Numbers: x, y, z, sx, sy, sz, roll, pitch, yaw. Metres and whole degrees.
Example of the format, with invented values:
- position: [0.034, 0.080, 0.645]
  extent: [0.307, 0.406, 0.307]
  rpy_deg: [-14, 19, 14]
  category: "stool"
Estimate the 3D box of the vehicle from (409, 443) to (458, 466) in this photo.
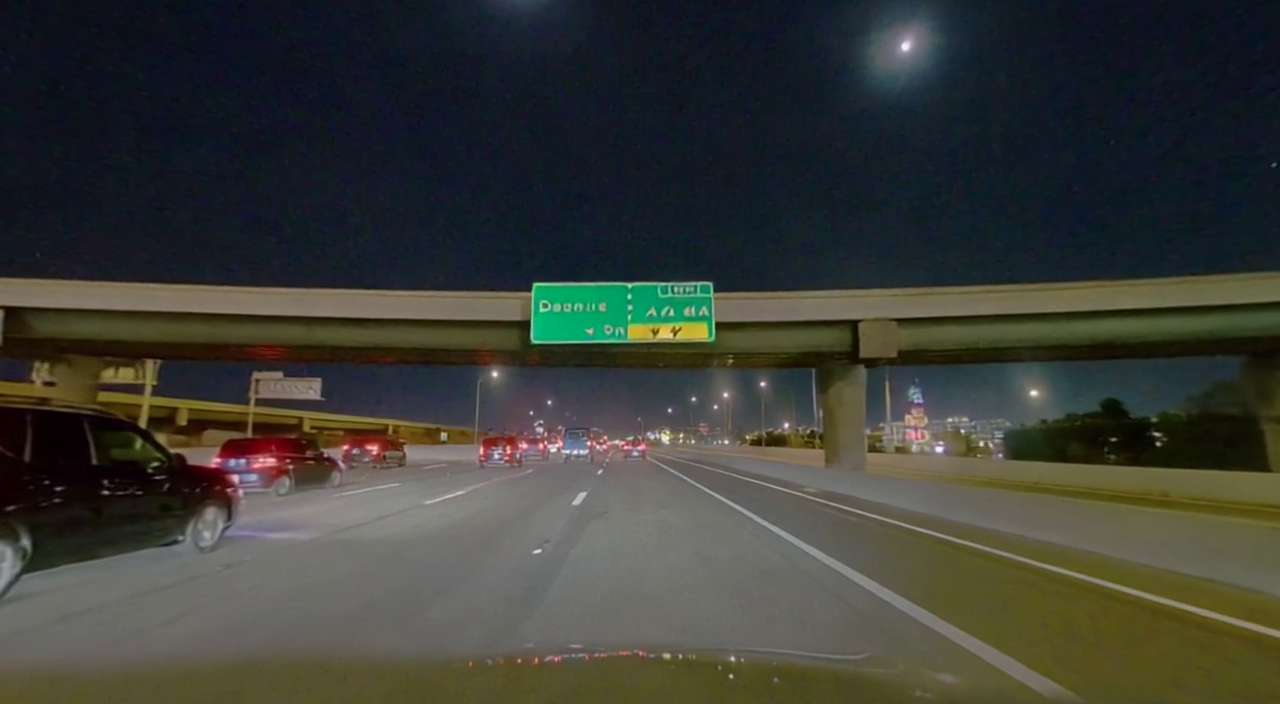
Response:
- position: [-13.919, 6.897, 42.543]
  extent: [1.899, 1.485, 4.368]
  rpy_deg: [0, -8, -1]
  category: "vehicle"

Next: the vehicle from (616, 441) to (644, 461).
- position: [-0.805, 7.764, 49.356]
  extent: [2.079, 1.506, 4.488]
  rpy_deg: [0, -8, -2]
  category: "vehicle"

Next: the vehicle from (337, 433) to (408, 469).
- position: [-17.308, 6.416, 40.999]
  extent: [2.258, 2.139, 5.495]
  rpy_deg: [0, -8, -1]
  category: "vehicle"

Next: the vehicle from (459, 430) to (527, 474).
- position: [-7.017, 4.823, 30.465]
  extent: [2.179, 1.948, 4.618]
  rpy_deg: [0, -8, 0]
  category: "vehicle"

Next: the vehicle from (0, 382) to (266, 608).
- position: [-6.344, 1.249, 5.708]
  extent: [2.355, 1.805, 5.938]
  rpy_deg: [0, -8, -2]
  category: "vehicle"

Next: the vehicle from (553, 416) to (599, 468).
- position: [-3.733, 5.465, 38.031]
  extent: [2.301, 2.843, 6.458]
  rpy_deg: [0, -8, -2]
  category: "vehicle"
